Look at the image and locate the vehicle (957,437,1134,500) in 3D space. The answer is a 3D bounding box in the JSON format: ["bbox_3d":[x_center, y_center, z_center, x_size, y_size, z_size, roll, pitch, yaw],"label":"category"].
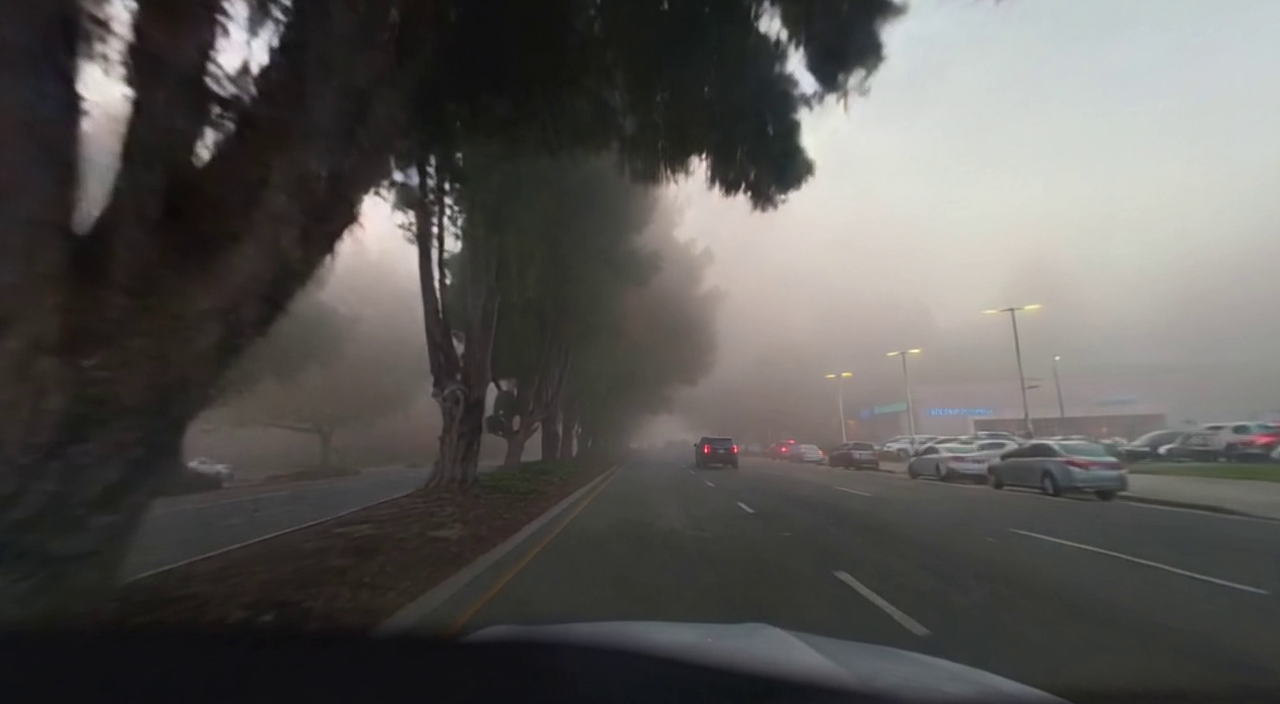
[{"bbox_3d":[10.766,3.111,17.225,1.842,1.474,4.456,0,-9,0],"label":"vehicle"}]

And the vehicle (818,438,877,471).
[{"bbox_3d":[11.092,5.512,33.999,1.958,1.654,4.258,-1,-9,4],"label":"vehicle"}]

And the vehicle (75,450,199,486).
[{"bbox_3d":[-27.185,6.275,34.201,4.874,1.859,2.019,0,-9,-3],"label":"vehicle"}]

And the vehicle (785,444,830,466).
[{"bbox_3d":[11.247,6.921,42.548,1.824,1.364,4.238,0,-9,0],"label":"vehicle"}]

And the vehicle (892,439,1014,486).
[{"bbox_3d":[10.944,3.892,22.515,1.894,1.469,4.730,0,-8,-1],"label":"vehicle"}]

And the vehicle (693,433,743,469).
[{"bbox_3d":[4.229,5.461,34.879,2.183,1.845,4.482,0,-9,0],"label":"vehicle"}]
